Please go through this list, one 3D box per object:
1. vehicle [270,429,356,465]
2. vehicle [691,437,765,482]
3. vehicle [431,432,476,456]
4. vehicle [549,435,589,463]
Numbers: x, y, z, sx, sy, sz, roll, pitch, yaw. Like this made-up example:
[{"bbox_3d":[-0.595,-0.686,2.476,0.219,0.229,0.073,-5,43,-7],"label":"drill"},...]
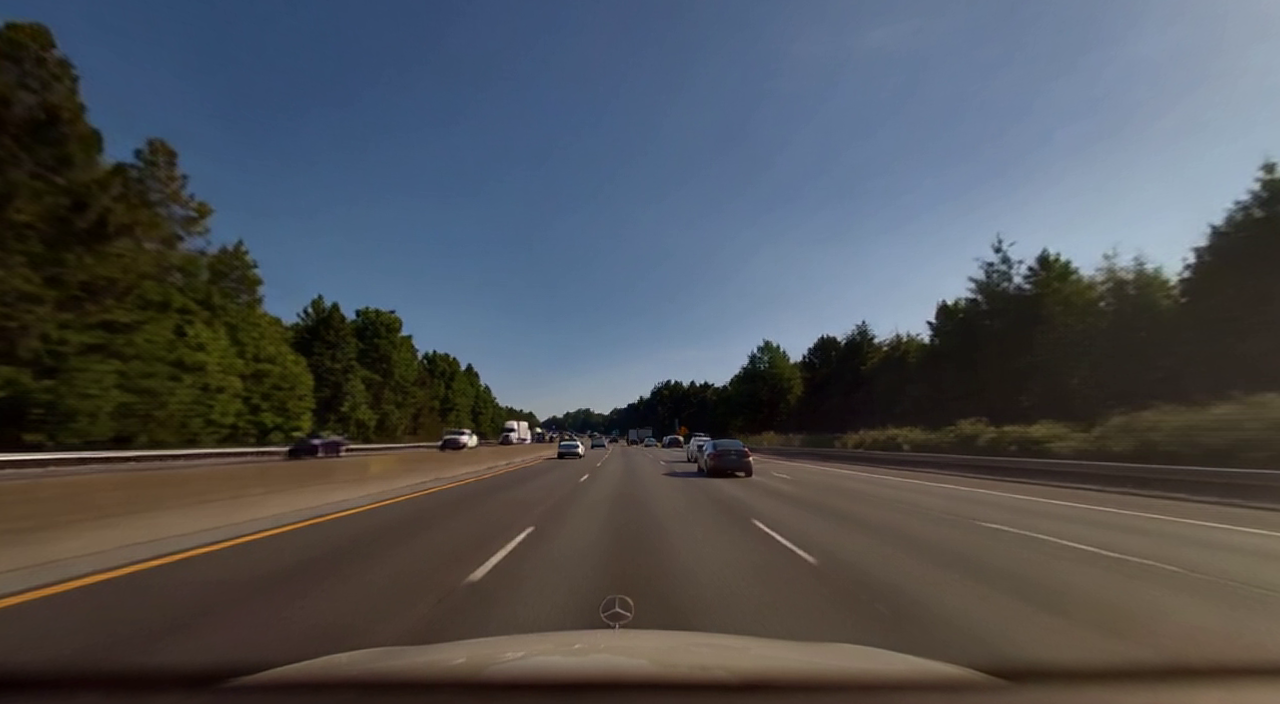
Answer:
[{"bbox_3d":[-16.024,4.677,31.175,1.935,1.619,4.445,0,-8,-1],"label":"vehicle"},{"bbox_3d":[3.079,3.832,22.966,1.990,1.480,3.865,0,-8,-2],"label":"vehicle"},{"bbox_3d":[-12.637,6.251,42.939,1.888,1.507,4.157,0,-8,-1],"label":"vehicle"},{"bbox_3d":[-4.275,5.905,38.596,2.011,1.614,4.808,0,-8,-1],"label":"vehicle"}]
